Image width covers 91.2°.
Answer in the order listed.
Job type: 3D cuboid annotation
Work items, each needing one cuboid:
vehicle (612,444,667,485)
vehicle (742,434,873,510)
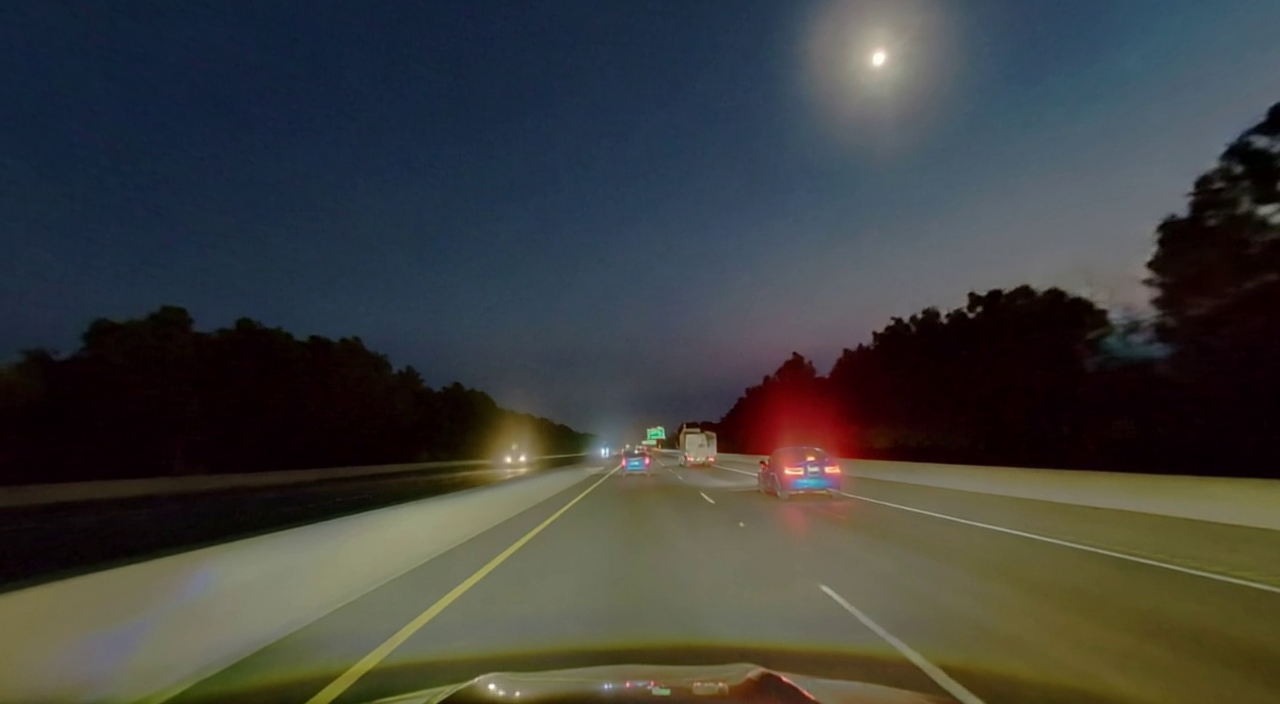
[{"bbox_3d":[-0.036,4.526,25.468,2.066,1.490,3.759,0,-9,-1],"label":"vehicle"},{"bbox_3d":[3.837,2.827,15.187,1.953,1.540,4.101,0,-9,-1],"label":"vehicle"}]
